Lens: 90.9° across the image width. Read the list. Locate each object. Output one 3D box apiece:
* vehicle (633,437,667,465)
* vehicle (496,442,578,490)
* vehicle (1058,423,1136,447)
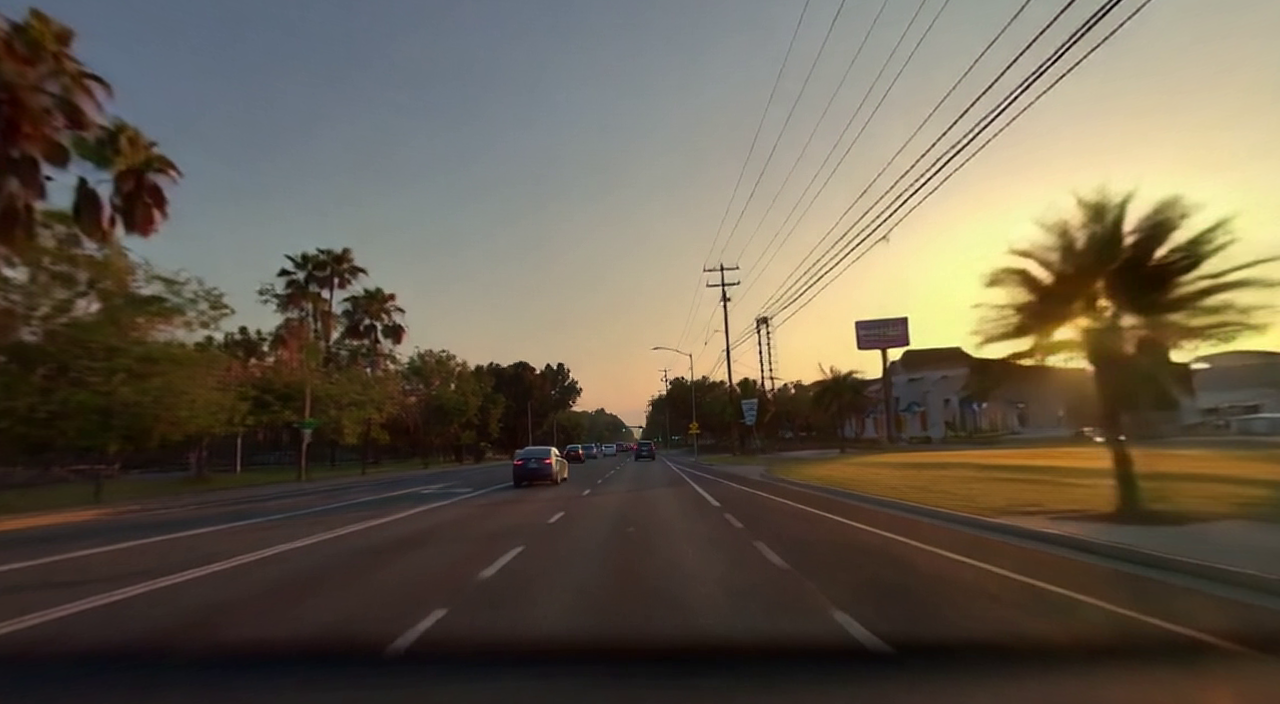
[{"bbox_3d":[0.666,6.760,42.875,2.155,1.781,3.977,-1,-9,0],"label":"vehicle"},{"bbox_3d":[-3.395,3.828,21.534,1.982,1.451,4.152,-1,-9,2],"label":"vehicle"},{"bbox_3d":[32.189,5.941,44.606,1.806,1.552,4.740,0,-9,-2],"label":"vehicle"}]
